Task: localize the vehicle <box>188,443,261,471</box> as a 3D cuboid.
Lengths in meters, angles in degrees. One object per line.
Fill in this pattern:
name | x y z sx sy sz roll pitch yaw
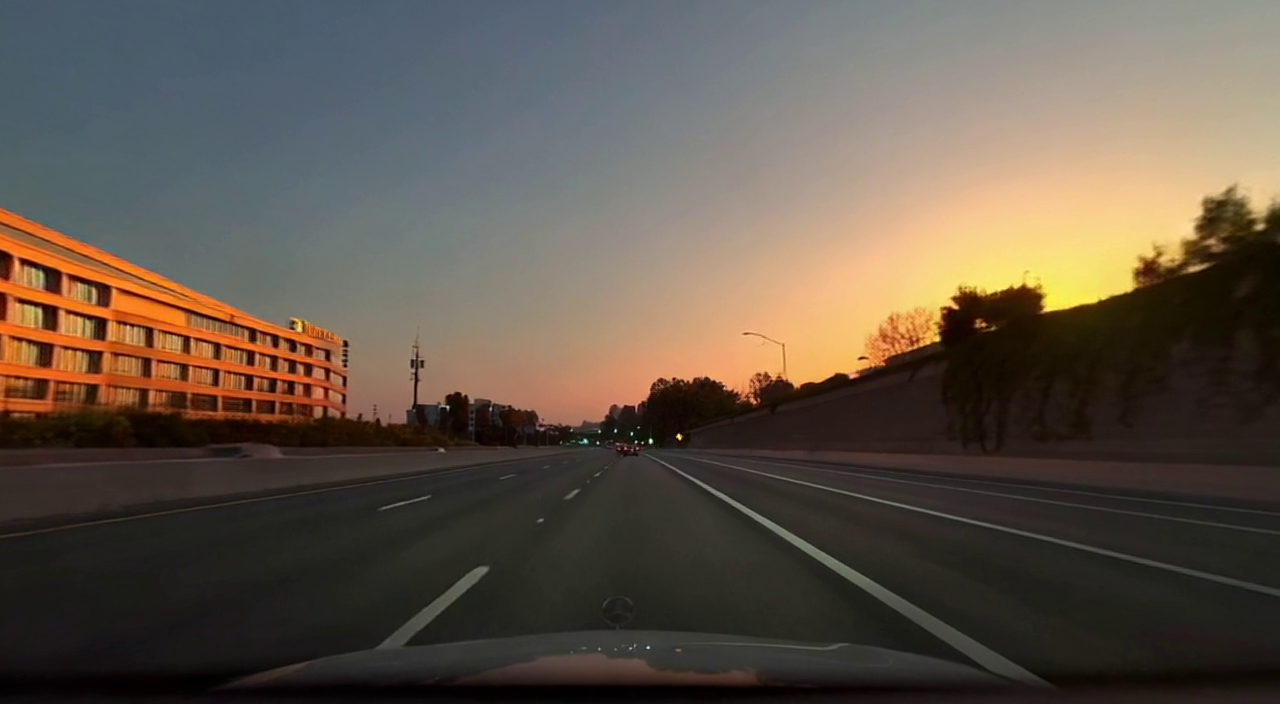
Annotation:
vehicle | -26.647 6.758 40.716 1.881 1.675 4.137 0 -9 0
